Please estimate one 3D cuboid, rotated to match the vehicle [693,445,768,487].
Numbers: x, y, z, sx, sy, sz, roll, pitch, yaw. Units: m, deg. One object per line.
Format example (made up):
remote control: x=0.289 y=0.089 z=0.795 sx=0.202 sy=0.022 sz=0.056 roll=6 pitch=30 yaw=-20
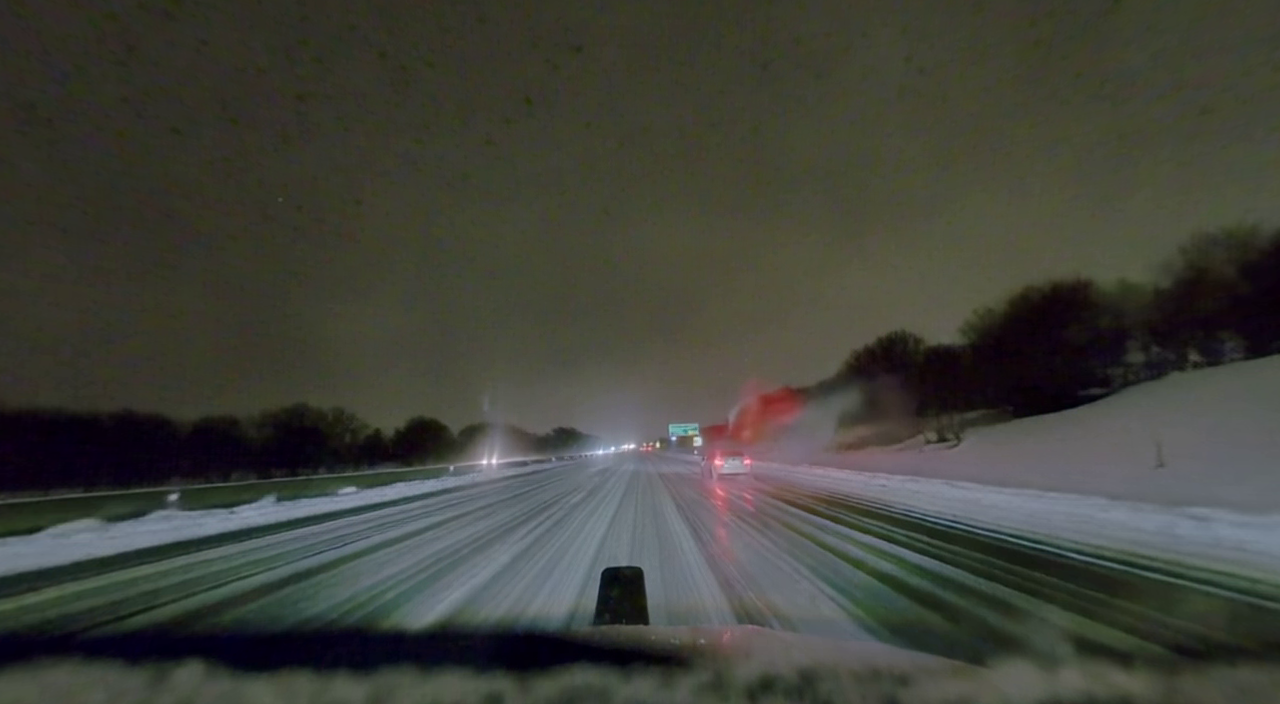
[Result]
vehicle: x=3.401 y=4.385 z=24.635 sx=2.193 sy=1.462 sz=4.533 roll=0 pitch=-8 yaw=-1
